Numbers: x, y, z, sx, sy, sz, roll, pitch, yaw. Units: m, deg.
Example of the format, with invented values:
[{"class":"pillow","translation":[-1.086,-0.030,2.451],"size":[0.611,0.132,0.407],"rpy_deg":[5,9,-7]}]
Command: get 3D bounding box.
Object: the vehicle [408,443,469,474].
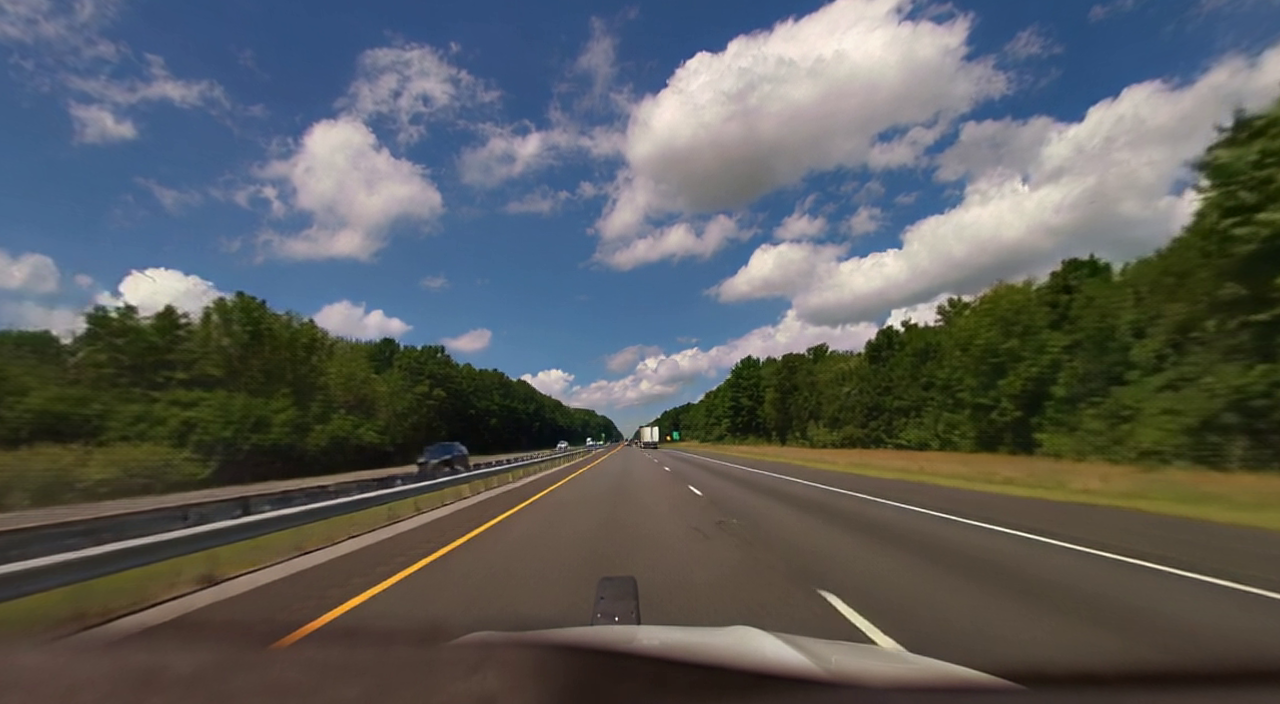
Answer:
[{"class":"vehicle","translation":[-9.833,5.191,30.946],"size":[1.779,1.397,3.665],"rpy_deg":[-1,-8,0]}]
